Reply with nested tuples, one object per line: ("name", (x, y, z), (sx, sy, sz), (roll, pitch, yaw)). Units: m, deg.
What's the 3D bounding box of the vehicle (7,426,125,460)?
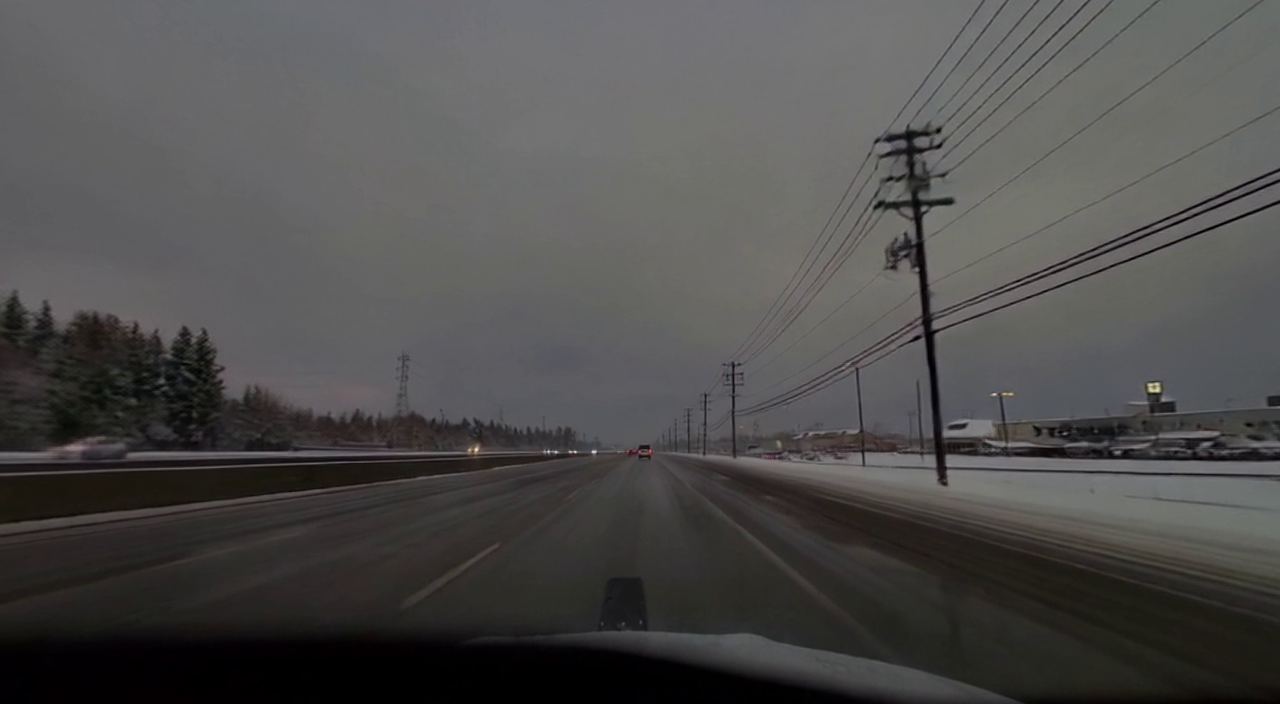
("vehicle", (-34.174, 5.533, 37.822), (2.040, 1.871, 5.216), (-1, -10, 1))
